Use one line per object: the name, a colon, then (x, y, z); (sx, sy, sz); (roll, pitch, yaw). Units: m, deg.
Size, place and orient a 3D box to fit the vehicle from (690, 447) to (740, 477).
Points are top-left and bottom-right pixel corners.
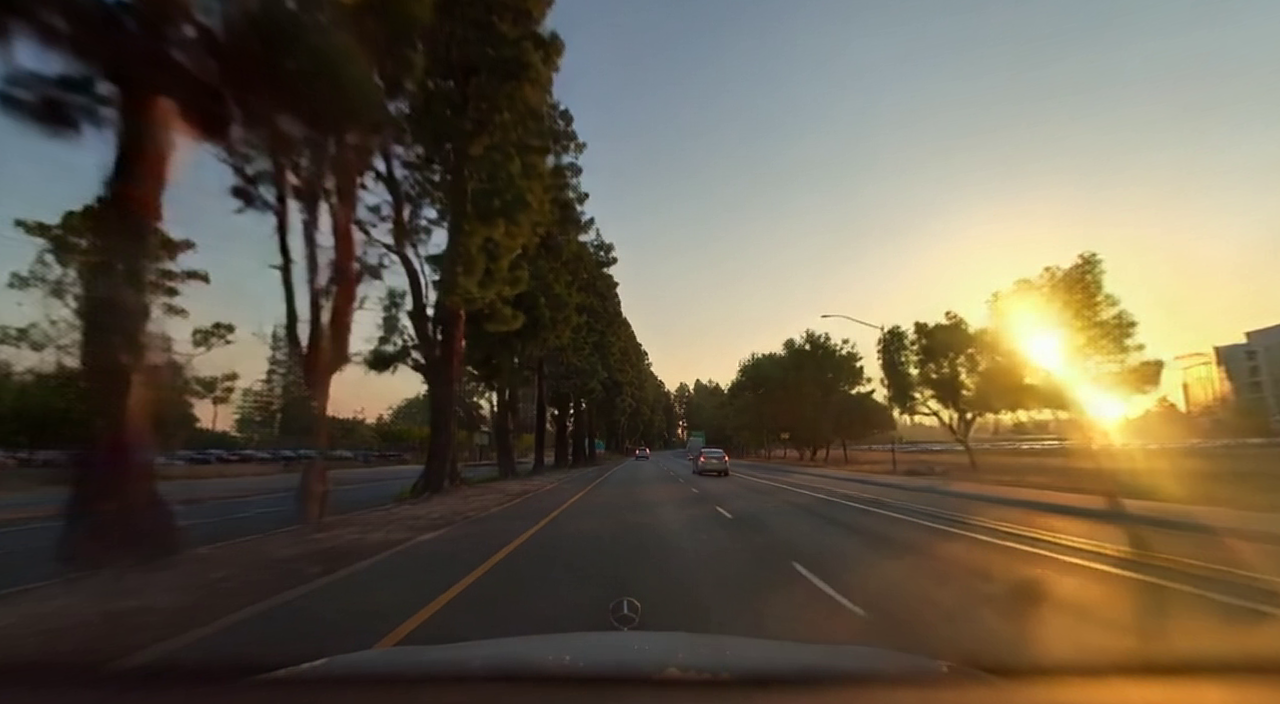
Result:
vehicle: (3.955, 5.919, 34.070); (2.115, 1.522, 4.330); (0, -9, -1)
